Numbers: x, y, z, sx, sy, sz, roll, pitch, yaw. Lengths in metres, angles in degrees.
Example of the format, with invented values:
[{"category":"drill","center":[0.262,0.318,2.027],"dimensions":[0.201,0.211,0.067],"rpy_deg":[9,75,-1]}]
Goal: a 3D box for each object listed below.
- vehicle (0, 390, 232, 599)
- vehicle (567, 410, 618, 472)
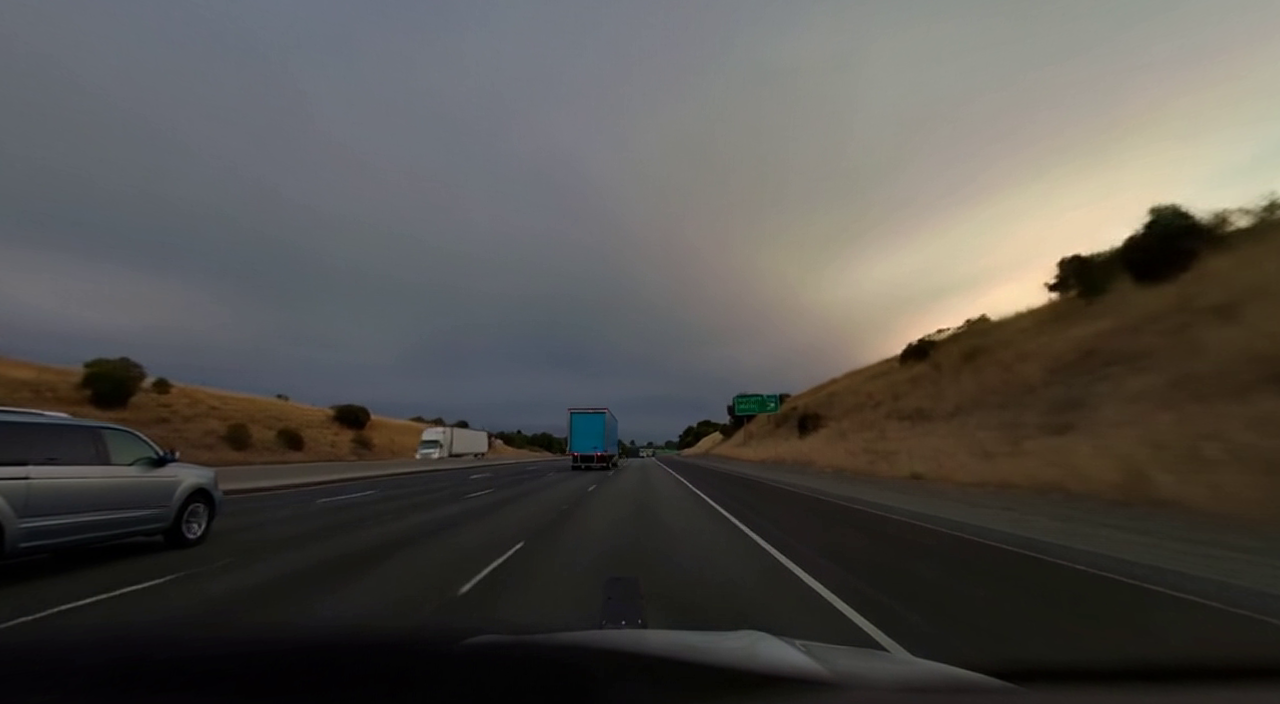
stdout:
[{"category":"vehicle","center":[-6.858,1.359,6.180],"dimensions":[2.175,1.860,5.236],"rpy_deg":[0,-8,0]},{"category":"vehicle","center":[-3.417,7.058,49.766],"dimensions":[2.893,4.073,15.281],"rpy_deg":[0,-8,0]}]
